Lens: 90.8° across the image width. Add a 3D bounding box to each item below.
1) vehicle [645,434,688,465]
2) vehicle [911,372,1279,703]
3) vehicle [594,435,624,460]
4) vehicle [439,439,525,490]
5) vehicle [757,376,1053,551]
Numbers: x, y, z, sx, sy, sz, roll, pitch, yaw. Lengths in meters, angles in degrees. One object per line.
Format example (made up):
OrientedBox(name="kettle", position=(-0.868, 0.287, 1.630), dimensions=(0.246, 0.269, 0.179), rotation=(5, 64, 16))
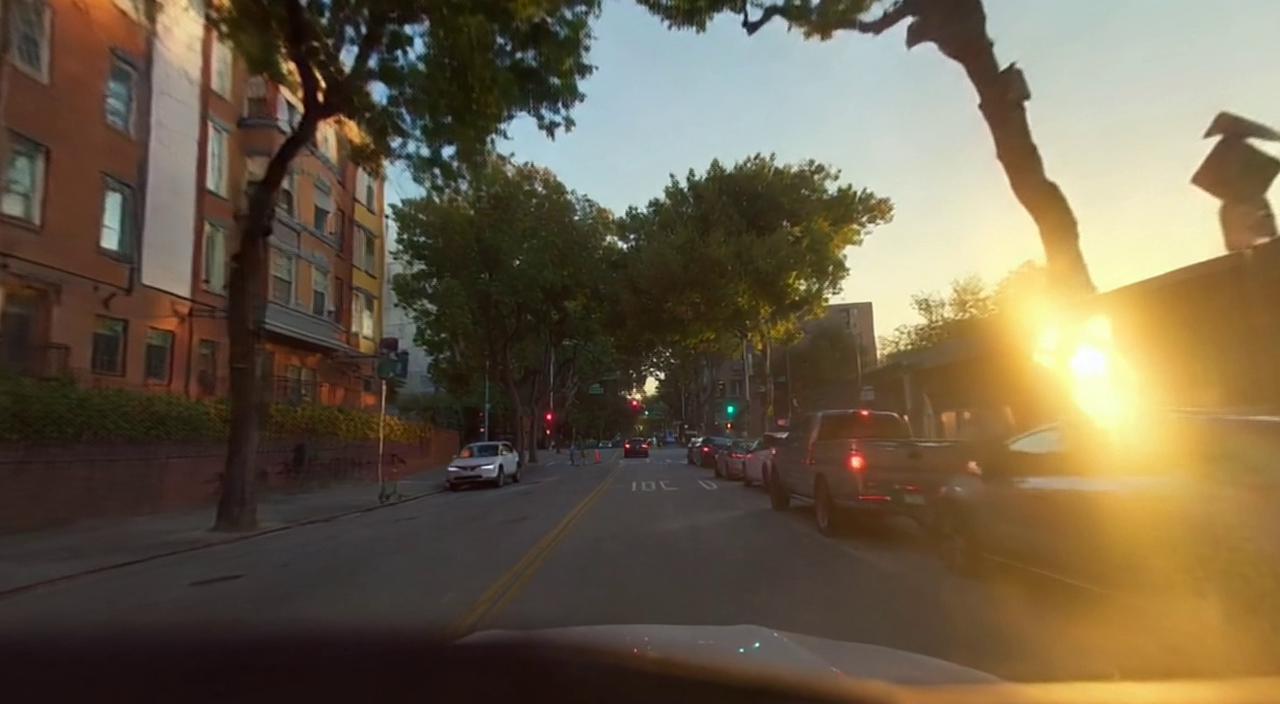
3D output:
OrientedBox(name="vehicle", position=(1.572, 5.585, 36.197), dimensions=(2.111, 1.619, 4.077), rotation=(-1, -9, 7))
OrientedBox(name="vehicle", position=(3.951, 1.164, 4.772), dimensions=(1.871, 1.603, 4.161), rotation=(0, -8, -1))
OrientedBox(name="vehicle", position=(-2.266, 7.089, 46.923), dimensions=(1.979, 1.723, 3.849), rotation=(0, -8, 1))
OrientedBox(name="vehicle", position=(-5.913, 4.248, 24.268), dimensions=(2.013, 1.772, 4.439), rotation=(-1, -8, 2))
OrientedBox(name="vehicle", position=(3.641, 1.725, 10.369), dimensions=(2.356, 2.043, 5.791), rotation=(0, -8, 0))
